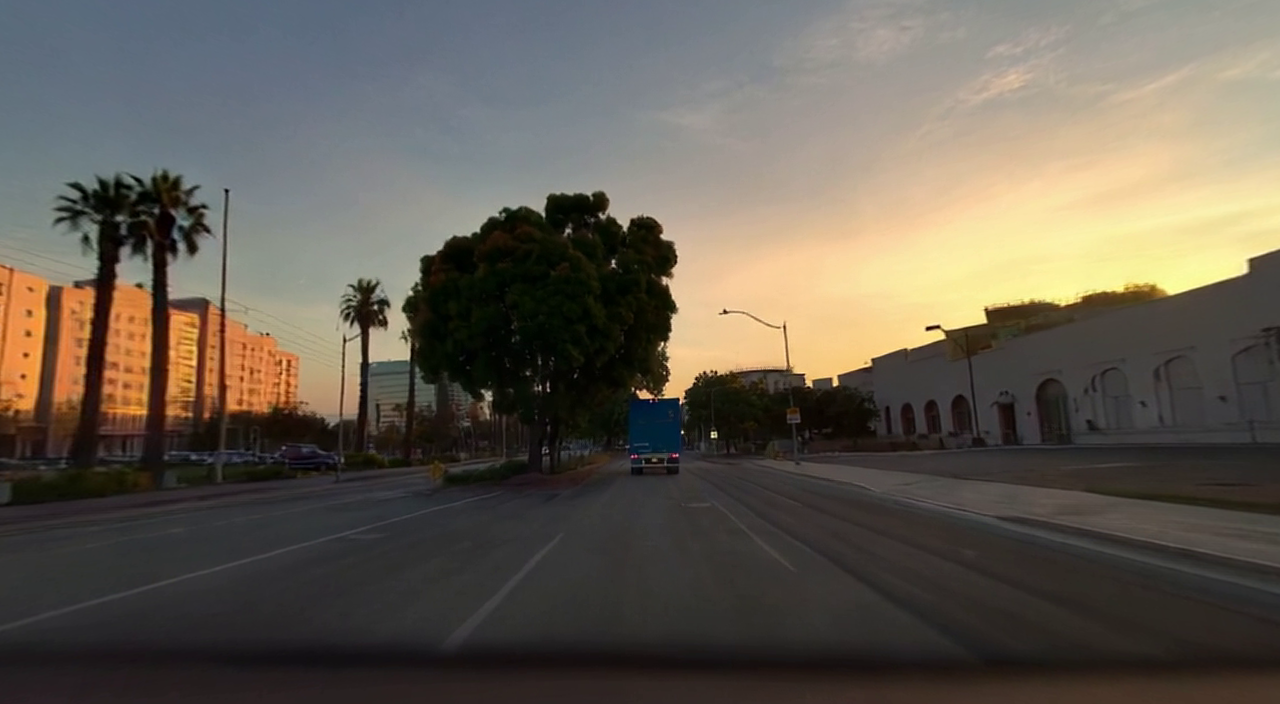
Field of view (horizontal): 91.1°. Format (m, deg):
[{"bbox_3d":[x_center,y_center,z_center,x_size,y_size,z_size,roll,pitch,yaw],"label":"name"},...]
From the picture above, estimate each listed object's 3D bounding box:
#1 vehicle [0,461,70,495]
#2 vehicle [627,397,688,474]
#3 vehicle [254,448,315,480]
[{"bbox_3d":[-33.756,6.828,33.895,4.128,1.603,1.853,-3,-9,1],"label":"vehicle"},{"bbox_3d":[0.780,5.170,38.212,2.992,3.949,11.815,0,-9,-2],"label":"vehicle"},{"bbox_3d":[-24.723,7.801,43.835,1.715,2.103,3.719,-1,-9,7],"label":"vehicle"}]
